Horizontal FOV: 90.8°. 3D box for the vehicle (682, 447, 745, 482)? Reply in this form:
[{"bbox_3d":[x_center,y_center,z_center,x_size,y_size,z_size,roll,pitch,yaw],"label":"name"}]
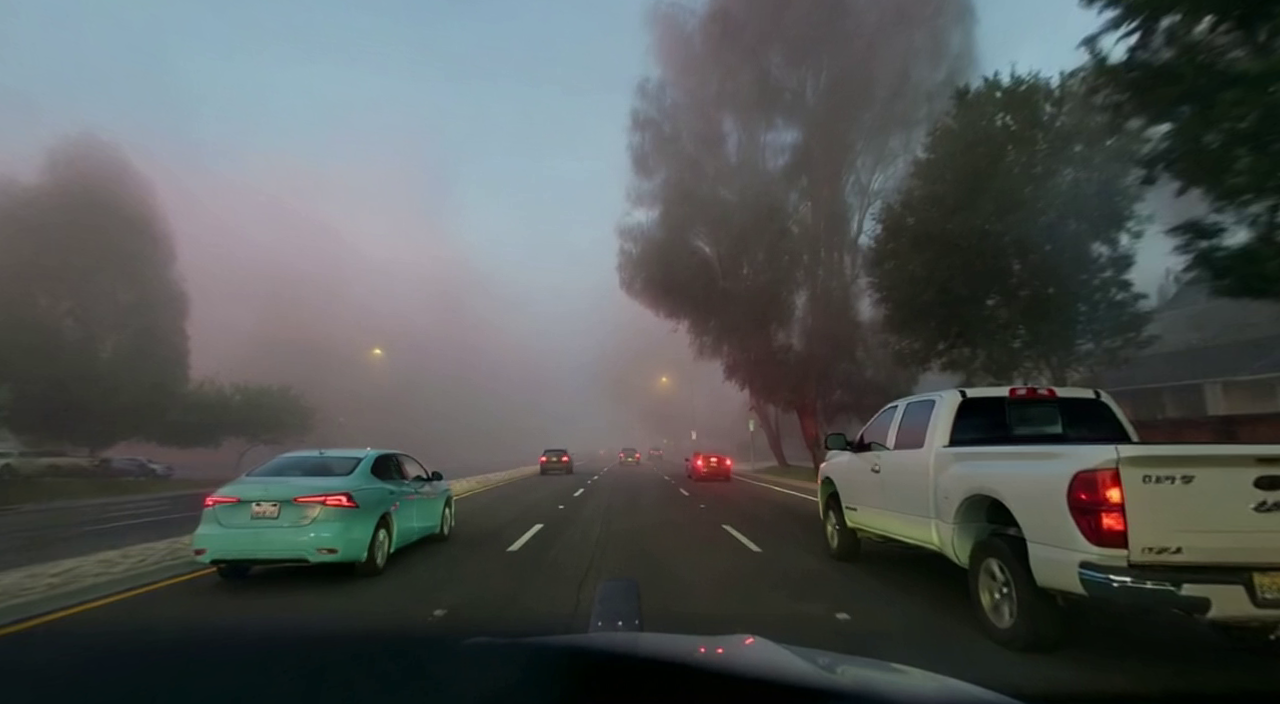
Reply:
[{"bbox_3d":[3.204,5.036,28.687,2.149,1.421,4.805,0,-9,-2],"label":"vehicle"}]

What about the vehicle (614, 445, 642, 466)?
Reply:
[{"bbox_3d":[-0.980,8.127,49.649,2.065,1.528,3.787,0,-9,-2],"label":"vehicle"}]

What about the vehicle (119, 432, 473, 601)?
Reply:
[{"bbox_3d":[-3.710,1.826,7.963,2.094,1.509,4.286,0,-9,-1],"label":"vehicle"}]

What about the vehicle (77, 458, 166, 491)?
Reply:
[{"bbox_3d":[-34.624,8.159,42.207,5.036,1.823,2.374,-7,-11,22],"label":"vehicle"}]

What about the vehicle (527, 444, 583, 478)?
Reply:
[{"bbox_3d":[-4.175,5.421,31.786,2.263,1.548,4.555,0,-9,-1],"label":"vehicle"}]

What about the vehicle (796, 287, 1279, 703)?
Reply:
[{"bbox_3d":[3.351,1.154,5.413,2.478,2.030,5.723,0,-9,-1],"label":"vehicle"}]
